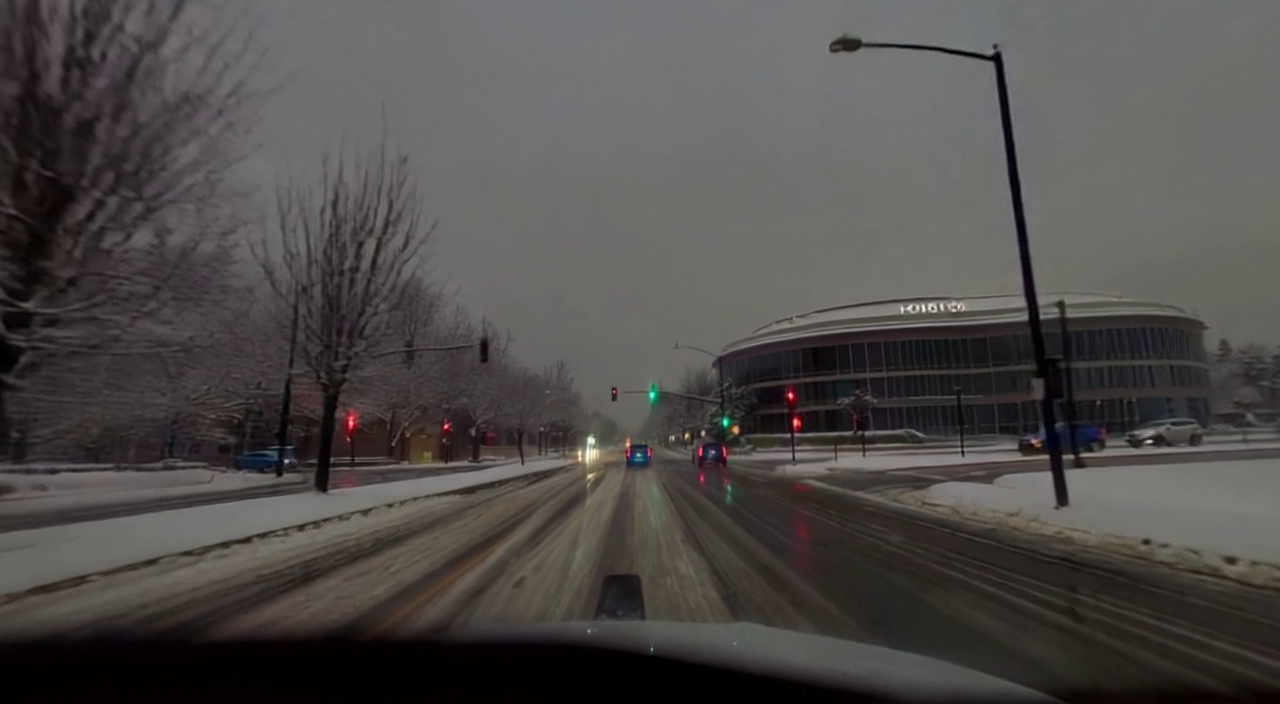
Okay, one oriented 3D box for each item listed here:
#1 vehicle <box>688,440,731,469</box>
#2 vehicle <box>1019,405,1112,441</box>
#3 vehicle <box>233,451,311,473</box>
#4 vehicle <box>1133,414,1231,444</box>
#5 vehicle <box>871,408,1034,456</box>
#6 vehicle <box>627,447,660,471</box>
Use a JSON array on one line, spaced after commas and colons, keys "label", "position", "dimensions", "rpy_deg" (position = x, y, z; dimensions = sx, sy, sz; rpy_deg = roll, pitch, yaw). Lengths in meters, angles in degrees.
[{"label": "vehicle", "position": [4.539, 6.773, 41.640], "dimensions": [2.174, 1.749, 4.739], "rpy_deg": [1, -9, -2]}, {"label": "vehicle", "position": [23.436, 3.996, 34.924], "dimensions": [1.887, 1.635, 4.695], "rpy_deg": [1, -10, 0]}, {"label": "vehicle", "position": [-26.791, 8.015, 45.912], "dimensions": [4.500, 1.555, 1.913], "rpy_deg": [0, -9, 3]}, {"label": "vehicle", "position": [30.442, 4.378, 35.571], "dimensions": [1.729, 1.507, 4.279], "rpy_deg": [-1, -9, 1]}, {"label": "vehicle", "position": [24.343, 6.353, 49.653], "dimensions": [10.893, 3.534, 3.195], "rpy_deg": [0, -9, 4]}, {"label": "vehicle", "position": [0.187, 7.043, 41.559], "dimensions": [2.014, 1.525, 4.197], "rpy_deg": [0, -9, -1]}]
